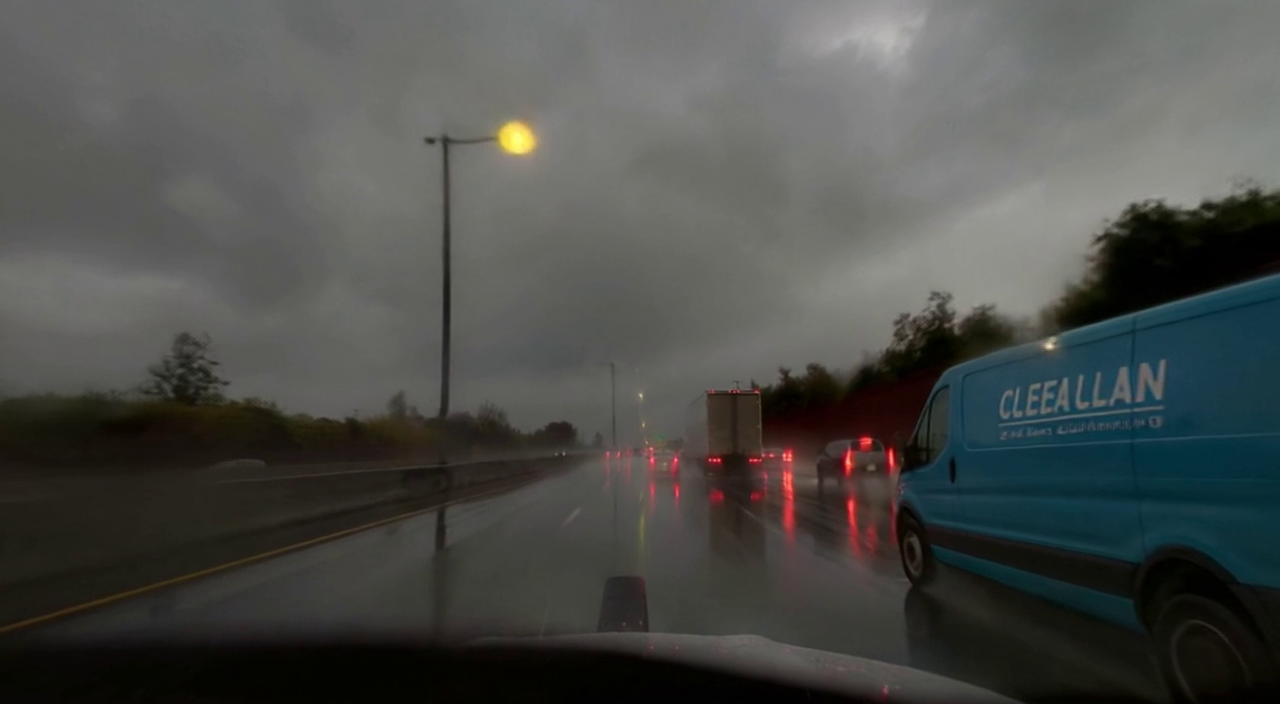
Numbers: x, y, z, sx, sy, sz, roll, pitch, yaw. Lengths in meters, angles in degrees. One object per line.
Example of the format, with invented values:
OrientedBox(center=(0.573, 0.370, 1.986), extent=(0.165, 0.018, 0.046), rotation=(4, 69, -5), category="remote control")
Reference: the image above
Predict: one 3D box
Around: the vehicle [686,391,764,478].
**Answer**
OrientedBox(center=(4.469, 4.820, 36.041), extent=(2.821, 4.077, 12.562), rotation=(0, -9, 1), category="vehicle")

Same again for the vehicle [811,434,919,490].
OrientedBox(center=(7.818, 3.868, 22.484), extent=(2.144, 1.769, 4.540), rotation=(0, -9, 0), category="vehicle")

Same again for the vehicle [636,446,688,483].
OrientedBox(center=(0.870, 4.851, 27.474), extent=(2.063, 1.469, 4.208), rotation=(0, -9, -1), category="vehicle")

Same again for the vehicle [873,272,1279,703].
OrientedBox(center=(3.789, 0.916, 3.970), extent=(2.441, 2.017, 5.739), rotation=(0, -9, 0), category="vehicle")

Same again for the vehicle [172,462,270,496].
OrientedBox(center=(-23.177, 7.018, 35.125), extent=(2.172, 1.608, 4.681), rotation=(0, -9, 1), category="vehicle")
